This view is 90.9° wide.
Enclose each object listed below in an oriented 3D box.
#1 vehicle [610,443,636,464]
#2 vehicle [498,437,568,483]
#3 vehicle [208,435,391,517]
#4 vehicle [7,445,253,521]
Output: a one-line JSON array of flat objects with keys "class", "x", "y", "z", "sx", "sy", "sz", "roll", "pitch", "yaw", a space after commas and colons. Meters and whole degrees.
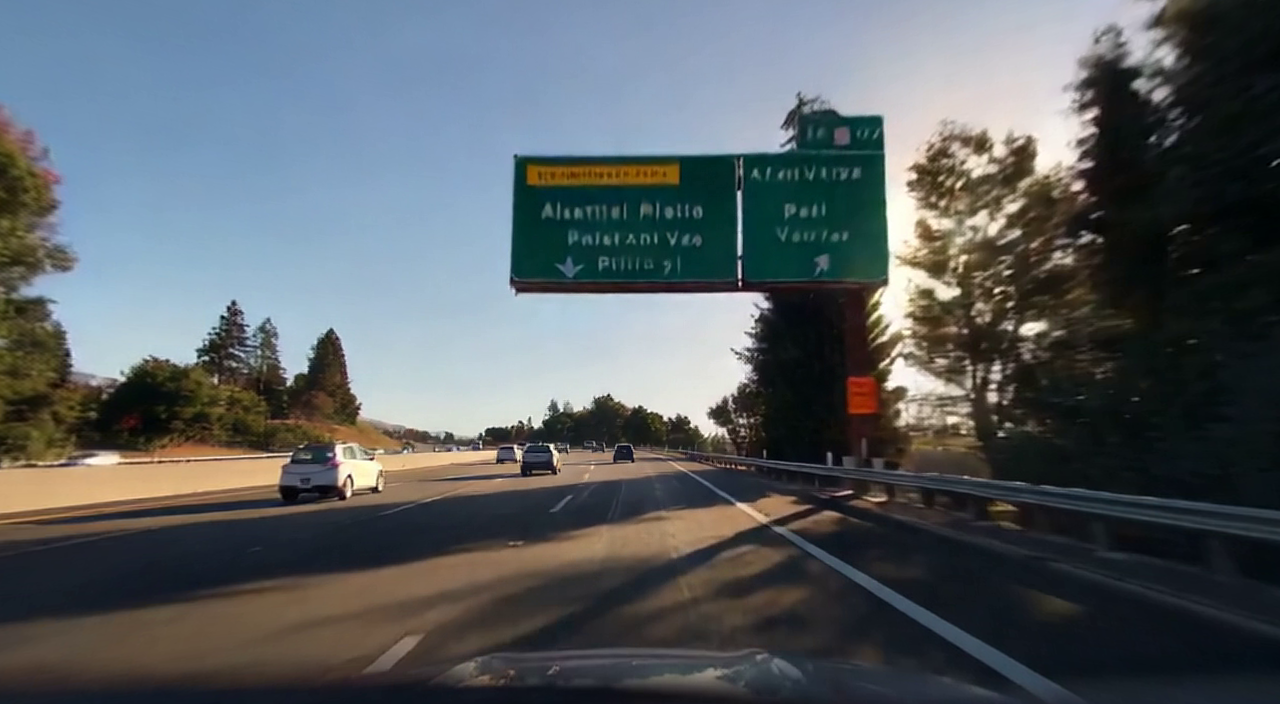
[{"class": "vehicle", "x": -1.285, "y": 7.525, "z": 46.876, "sx": 1.881, "sy": 1.460, "sz": 3.694, "roll": 0, "pitch": -8, "yaw": -2}, {"class": "vehicle", "x": -4.082, "y": 4.201, "z": 24.799, "sx": 1.991, "sy": 1.610, "sz": 4.606, "roll": 0, "pitch": -8, "yaw": -1}, {"class": "vehicle", "x": -7.730, "y": 2.812, "z": 14.870, "sx": 2.086, "sy": 1.628, "sz": 4.039, "roll": 0, "pitch": -8, "yaw": -1}, {"class": "vehicle", "x": -11.816, "y": 3.015, "z": 15.194, "sx": 2.028, "sy": 1.499, "sz": 4.702, "roll": 0, "pitch": -8, "yaw": 0}]
